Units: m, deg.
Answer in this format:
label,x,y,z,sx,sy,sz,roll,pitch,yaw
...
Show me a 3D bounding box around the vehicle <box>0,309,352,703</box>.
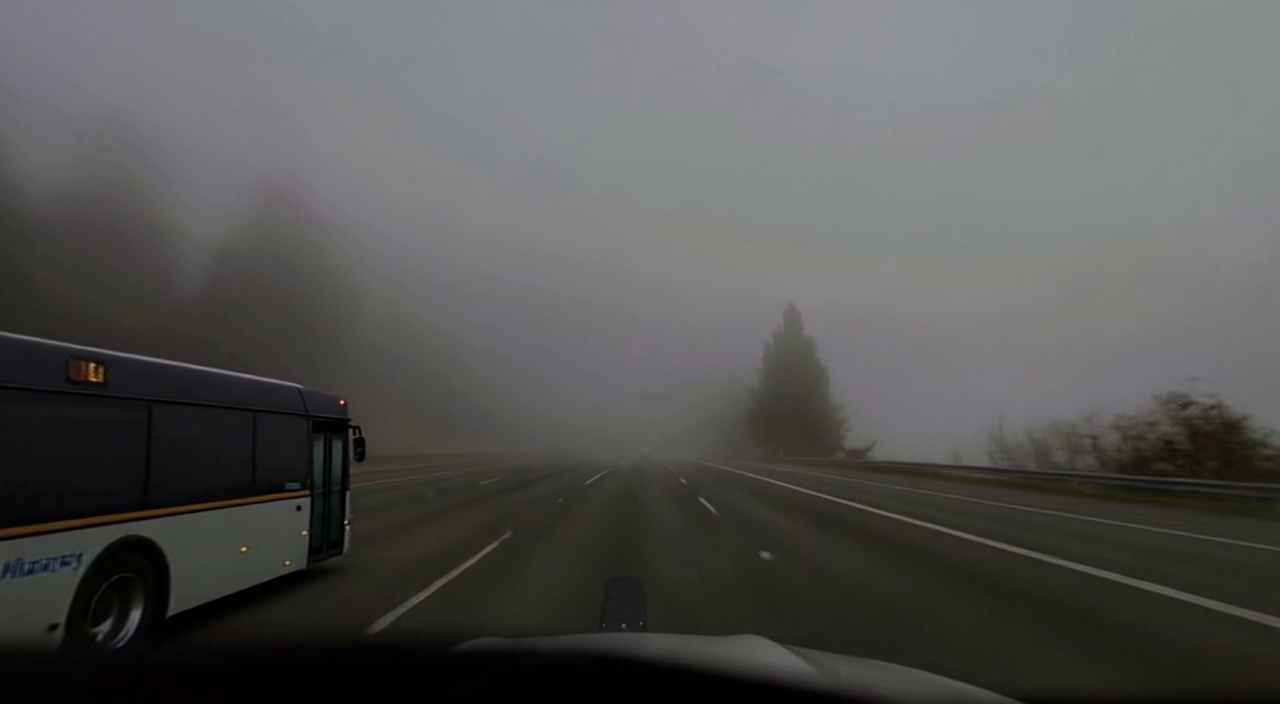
label,x,y,z,sx,sy,sz,roll,pitch,yaw
vehicle,-4.139,0.939,3.977,2.127,1.985,5.205,-1,-8,1
